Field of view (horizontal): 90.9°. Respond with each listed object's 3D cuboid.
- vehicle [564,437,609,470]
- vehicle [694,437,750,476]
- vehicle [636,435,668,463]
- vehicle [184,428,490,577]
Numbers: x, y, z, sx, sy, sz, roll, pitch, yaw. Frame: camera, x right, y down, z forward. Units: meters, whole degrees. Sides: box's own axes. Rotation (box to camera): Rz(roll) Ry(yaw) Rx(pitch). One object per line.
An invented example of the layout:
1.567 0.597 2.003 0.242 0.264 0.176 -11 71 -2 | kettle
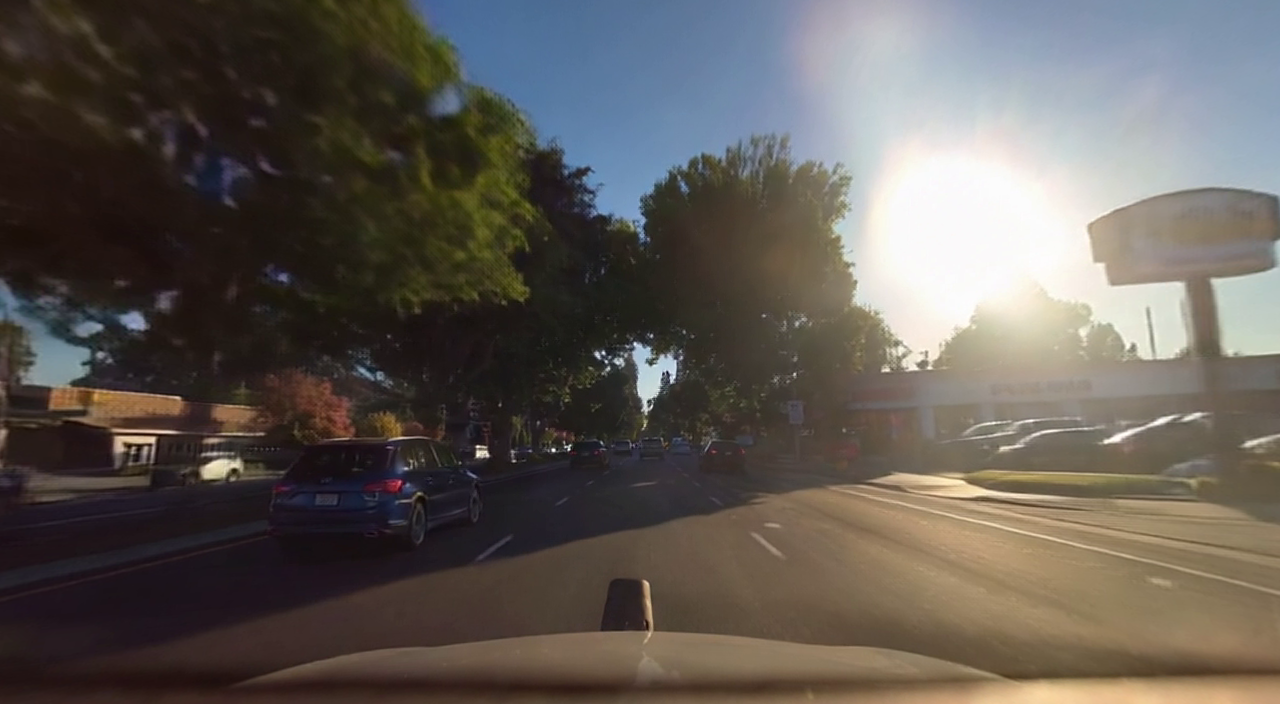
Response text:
-2.857 5.562 34.738 2.026 1.665 4.193 0 -8 1 | vehicle
3.523 4.564 27.704 1.922 1.579 3.642 0 -8 -1 | vehicle
0.865 6.917 45.017 2.193 1.873 4.033 0 -8 1 | vehicle
-3.586 1.836 8.574 1.908 1.481 4.351 0 -8 1 | vehicle
